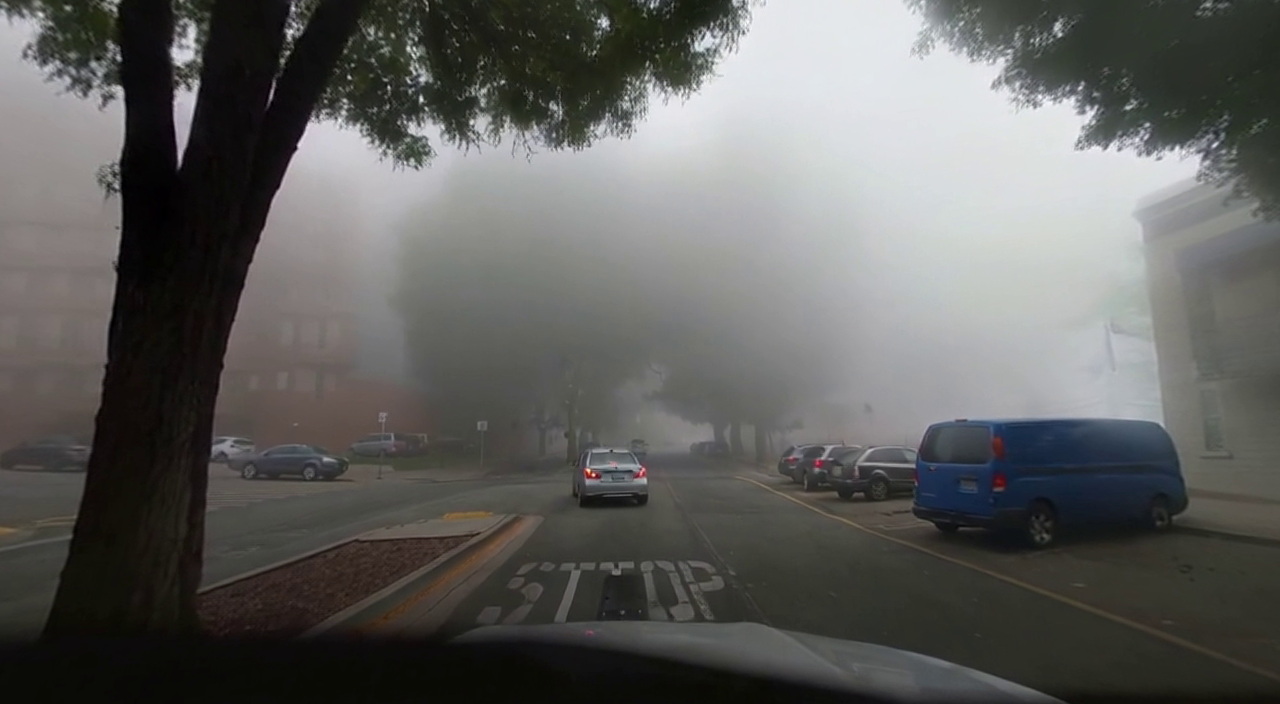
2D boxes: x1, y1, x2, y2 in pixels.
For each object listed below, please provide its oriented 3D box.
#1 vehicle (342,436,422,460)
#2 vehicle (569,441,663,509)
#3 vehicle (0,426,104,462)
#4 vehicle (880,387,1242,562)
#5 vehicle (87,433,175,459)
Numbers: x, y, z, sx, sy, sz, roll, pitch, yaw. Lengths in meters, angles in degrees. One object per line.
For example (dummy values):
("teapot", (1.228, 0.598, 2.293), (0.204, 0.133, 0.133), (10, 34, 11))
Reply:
("vehicle", (-18.349, 6.840, 45.165), (4.892, 1.679, 1.927), (1, -9, -6))
("vehicle", (-0.716, 3.036, 16.153), (2.065, 1.450, 4.522), (1, -9, -5))
("vehicle", (-31.775, 4.890, 33.632), (4.438, 1.814, 2.044), (0, -8, -2))
("vehicle", (6.662, 1.821, 9.977), (5.385, 2.146, 2.143), (4, -9, -25))
("vehicle", (-31.792, 5.862, 39.505), (3.915, 1.574, 1.850), (0, -9, 4))
